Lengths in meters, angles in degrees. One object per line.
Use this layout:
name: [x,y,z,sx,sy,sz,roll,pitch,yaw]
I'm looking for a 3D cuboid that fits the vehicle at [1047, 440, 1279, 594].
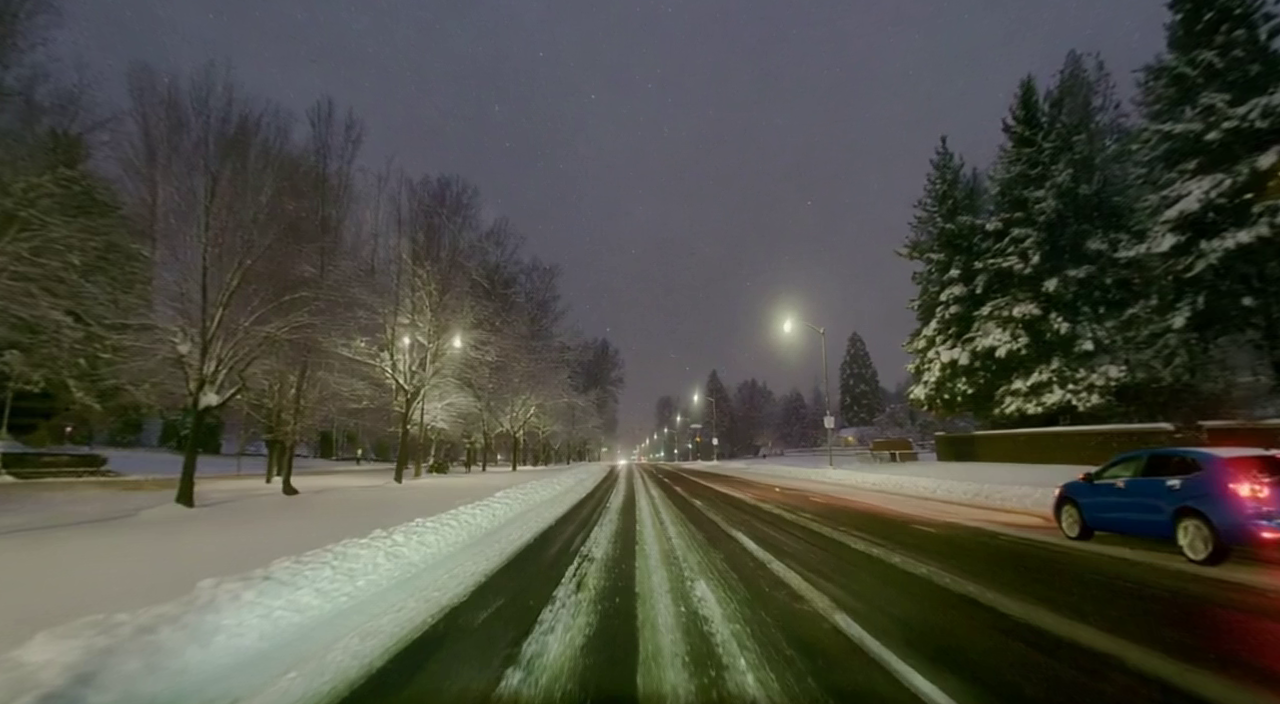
vehicle: [7.250,1.910,8.029,1.797,1.518,3.433,0,-9,-1]
